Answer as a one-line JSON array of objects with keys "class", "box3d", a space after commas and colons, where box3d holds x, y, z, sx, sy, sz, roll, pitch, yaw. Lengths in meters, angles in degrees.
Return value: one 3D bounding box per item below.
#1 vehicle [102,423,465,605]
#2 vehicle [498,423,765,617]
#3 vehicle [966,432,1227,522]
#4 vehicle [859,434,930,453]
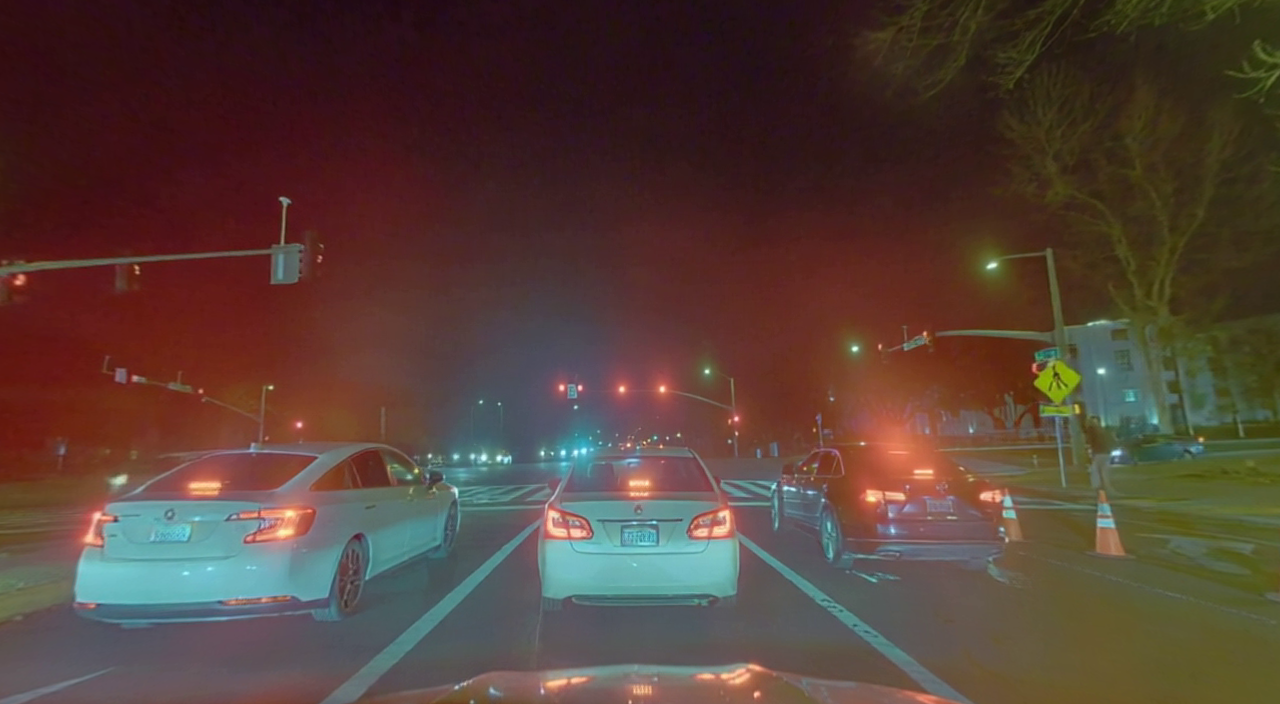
[{"class": "vehicle", "box3d": [-3.598, 1.678, 7.407, 1.863, 1.526, 4.006, 0, -9, 1]}, {"class": "vehicle", "box3d": [-0.109, 1.626, 7.110, 2.061, 1.486, 4.332, 0, -8, -1]}, {"class": "vehicle", "box3d": [9.371, 2.579, 13.602, 1.957, 1.576, 4.670, 0, -9, -3]}, {"class": "vehicle", "box3d": [20.131, 7.264, 49.917, 4.827, 1.484, 1.883, 0, -9, 0]}]
